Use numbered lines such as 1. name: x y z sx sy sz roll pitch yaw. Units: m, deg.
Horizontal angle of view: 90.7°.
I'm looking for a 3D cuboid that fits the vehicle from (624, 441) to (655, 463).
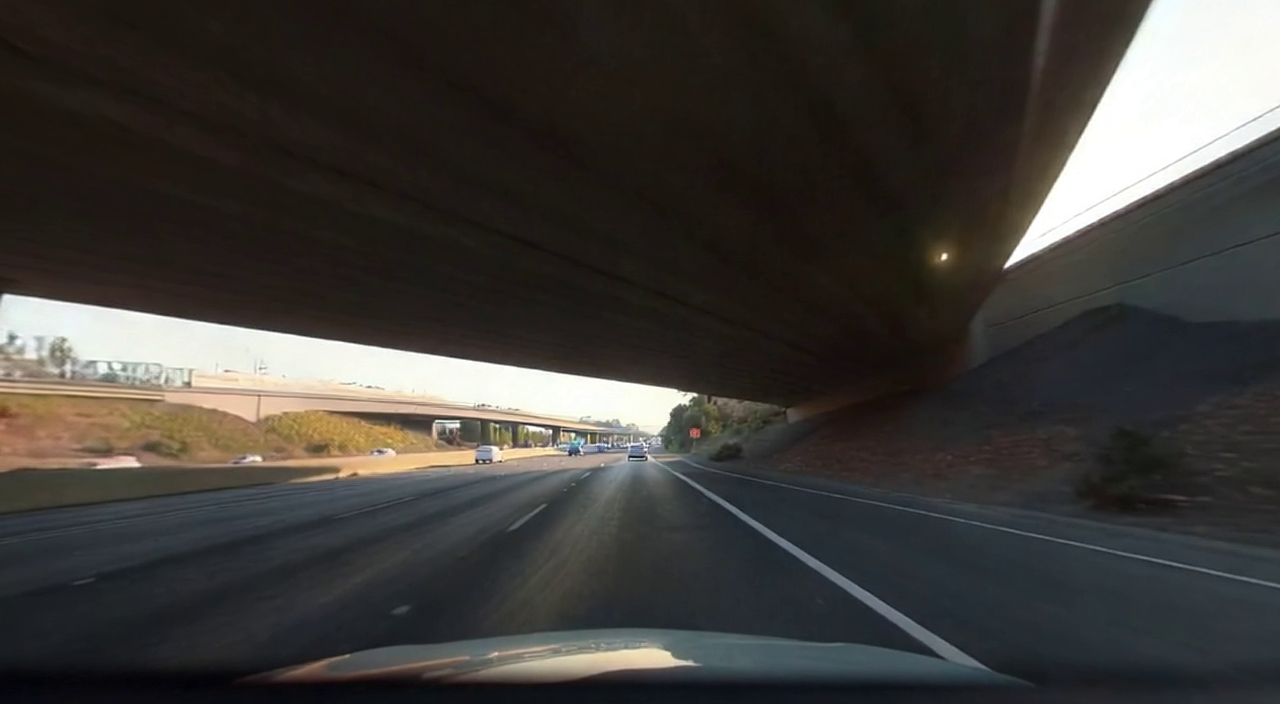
1. vehicle: -0.093 7.073 44.964 2.086 1.472 4.168 0 -8 -2
